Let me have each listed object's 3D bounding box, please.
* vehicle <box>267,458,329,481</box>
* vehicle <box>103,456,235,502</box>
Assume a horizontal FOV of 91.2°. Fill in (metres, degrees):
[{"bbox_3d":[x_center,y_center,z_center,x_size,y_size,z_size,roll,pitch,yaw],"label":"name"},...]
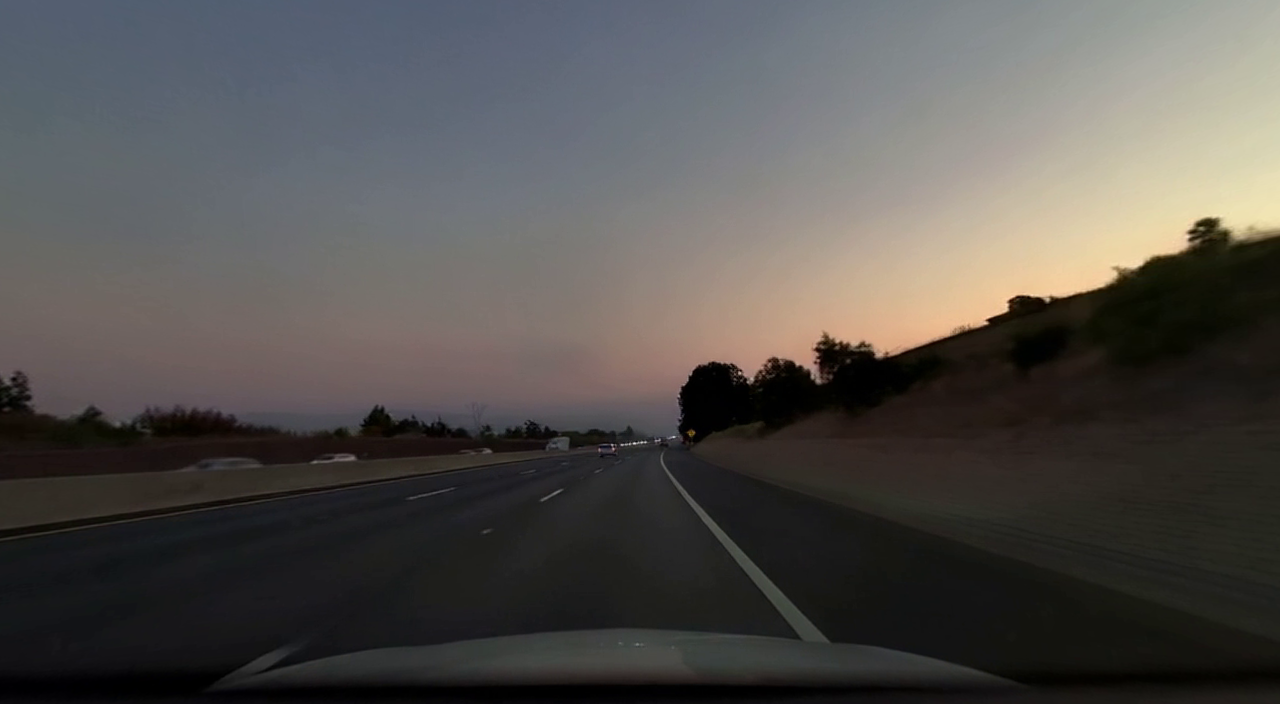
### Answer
[{"bbox_3d":[-24.460,8.404,44.993,1.847,1.519,4.339,0,-9,1],"label":"vehicle"},{"bbox_3d":[-20.135,5.431,27.119,1.966,1.737,4.642,0,-9,1],"label":"vehicle"}]
